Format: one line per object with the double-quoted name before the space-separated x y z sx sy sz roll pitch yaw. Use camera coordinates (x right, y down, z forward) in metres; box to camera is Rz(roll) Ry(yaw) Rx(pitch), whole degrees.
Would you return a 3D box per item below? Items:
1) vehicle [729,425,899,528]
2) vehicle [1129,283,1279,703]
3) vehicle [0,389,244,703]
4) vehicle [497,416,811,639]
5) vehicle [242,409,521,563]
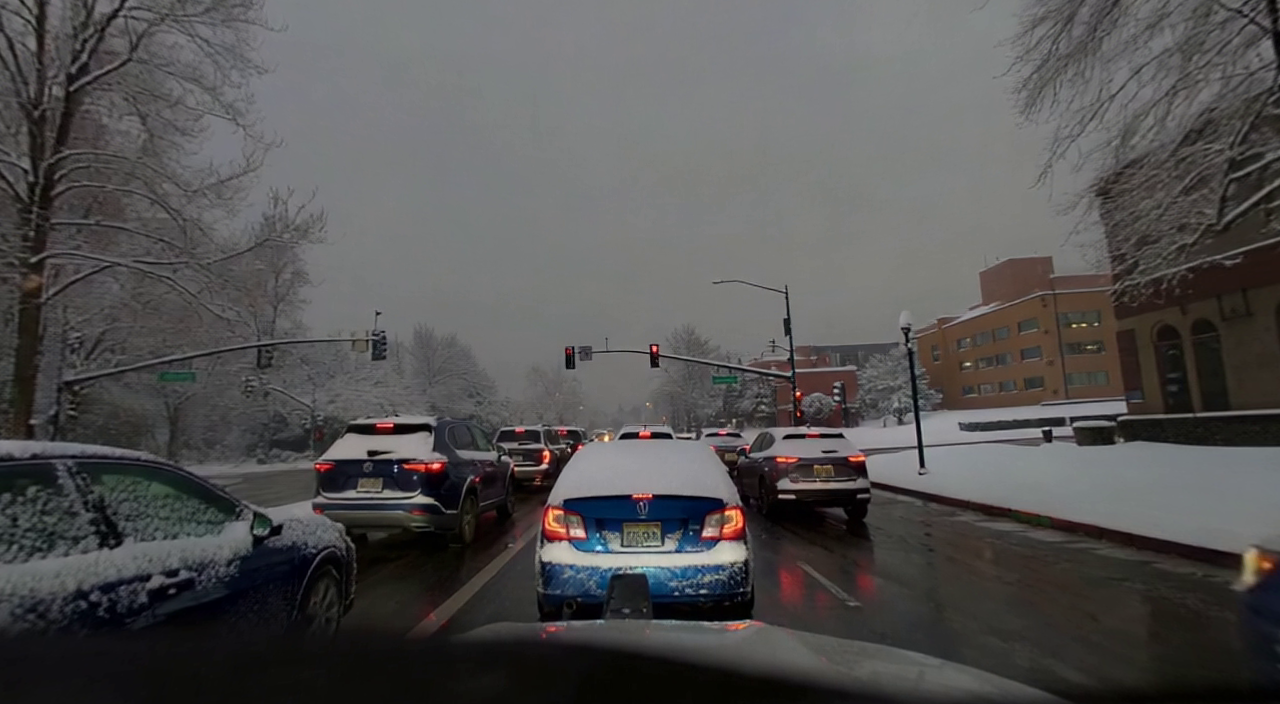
"vehicle" 3.157 2.356 12.501 2.110 1.661 4.295 0 -9 0
"vehicle" 3.060 0.432 0.302 2.108 1.785 4.334 0 -9 0
"vehicle" -3.394 0.746 1.229 2.144 1.505 4.635 -1 -9 1
"vehicle" 0.089 1.502 6.372 2.147 1.507 3.953 0 -8 0
"vehicle" -3.371 1.864 9.487 2.168 1.719 4.561 -1 -9 1
